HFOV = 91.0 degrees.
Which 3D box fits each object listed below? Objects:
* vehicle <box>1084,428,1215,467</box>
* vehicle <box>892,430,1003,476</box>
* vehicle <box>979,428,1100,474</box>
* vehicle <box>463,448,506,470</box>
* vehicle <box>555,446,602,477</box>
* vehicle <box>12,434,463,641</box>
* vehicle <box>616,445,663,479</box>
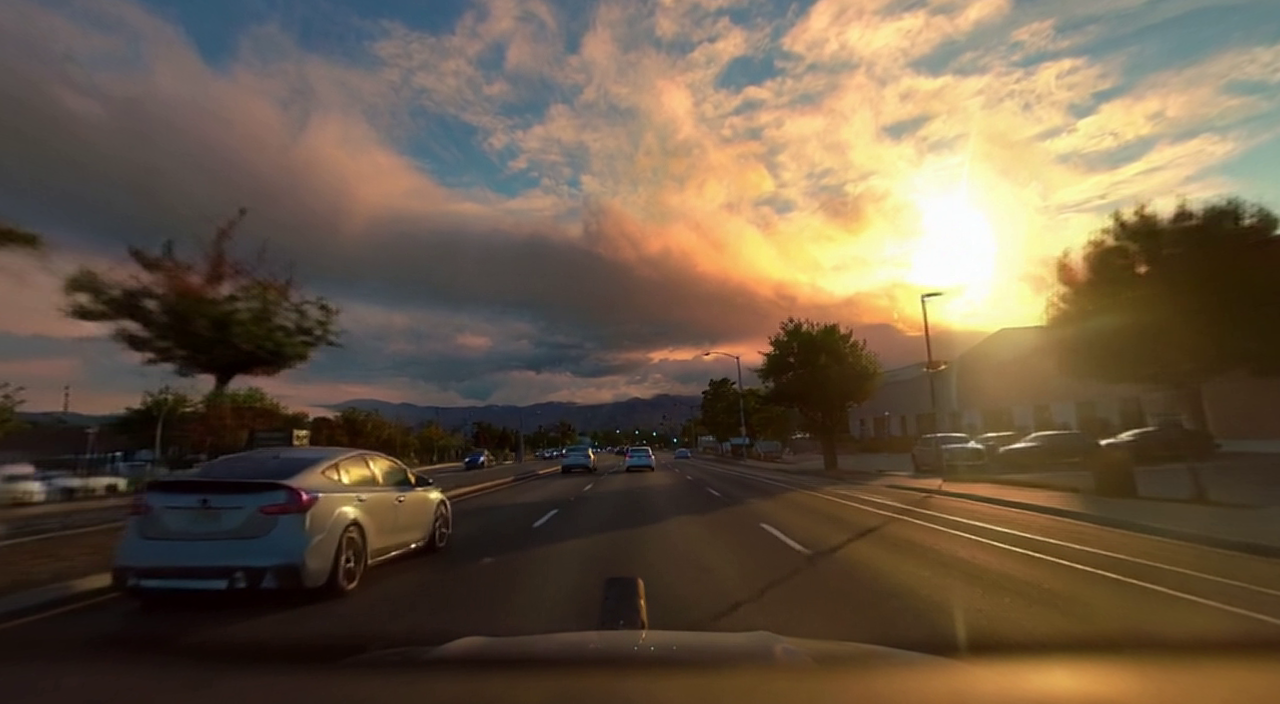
[{"bbox_3d":[21.456,4.064,26.796,1.807,1.519,4.550,0,-9,1],"label":"vehicle"},{"bbox_3d":[12.973,4.328,27.044,2.072,1.769,5.000,0,-9,-2],"label":"vehicle"},{"bbox_3d":[16.227,4.067,25.957,1.930,1.713,4.756,0,-9,1],"label":"vehicle"},{"bbox_3d":[-12.162,8.335,49.442,2.075,1.636,4.464,-1,-9,2],"label":"vehicle"},{"bbox_3d":[-3.140,5.679,33.028,1.939,1.496,4.309,0,-9,1],"label":"vehicle"},{"bbox_3d":[-3.548,1.685,6.796,2.003,1.488,4.282,0,-9,0],"label":"vehicle"},{"bbox_3d":[-0.020,5.053,29.128,2.019,1.459,4.005,0,-9,0],"label":"vehicle"}]
